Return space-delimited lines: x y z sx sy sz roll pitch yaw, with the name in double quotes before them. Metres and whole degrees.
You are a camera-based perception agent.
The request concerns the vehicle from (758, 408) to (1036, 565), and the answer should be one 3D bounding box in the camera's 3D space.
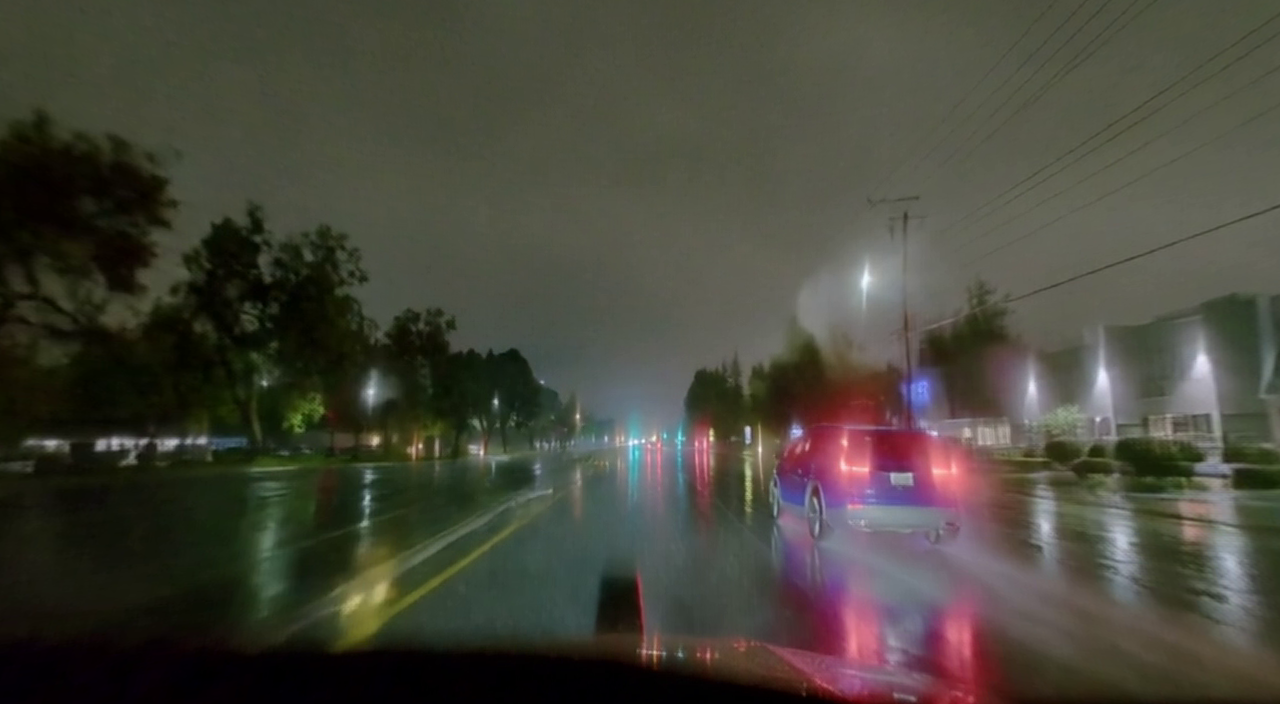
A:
"vehicle" 3.158 1.748 8.960 2.060 1.665 4.284 0 -8 -1
